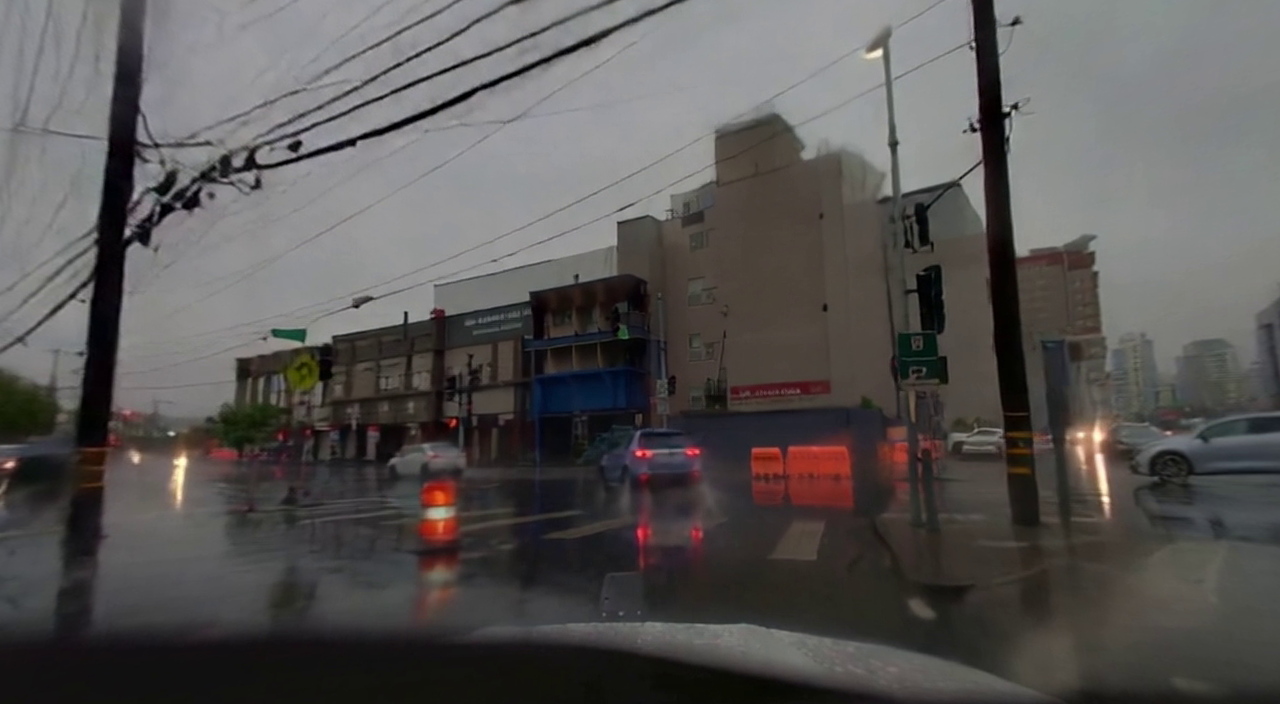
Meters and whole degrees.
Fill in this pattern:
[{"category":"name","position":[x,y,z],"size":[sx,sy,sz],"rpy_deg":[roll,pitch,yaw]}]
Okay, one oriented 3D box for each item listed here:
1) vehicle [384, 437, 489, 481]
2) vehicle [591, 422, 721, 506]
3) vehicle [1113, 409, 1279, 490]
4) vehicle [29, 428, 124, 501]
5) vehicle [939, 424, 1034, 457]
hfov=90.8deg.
[{"category":"vehicle","position":[-9.904,5.104,30.509],"size":[5.548,1.911,2.206],"rpy_deg":[-8,-11,40]},{"category":"vehicle","position":[0.196,2.885,16.788],"size":[2.256,1.859,5.118],"rpy_deg":[1,-9,-12]},{"category":"vehicle","position":[14.780,2.351,15.305],"size":[4.740,1.802,2.249],"rpy_deg":[-4,-9,20]},{"category":"vehicle","position":[-22.599,4.456,25.526],"size":[1.959,2.654,4.078],"rpy_deg":[5,-10,-31]},{"category":"vehicle","position":[18.986,4.877,34.663],"size":[4.382,1.688,1.937],"rpy_deg":[-6,-10,32]}]
